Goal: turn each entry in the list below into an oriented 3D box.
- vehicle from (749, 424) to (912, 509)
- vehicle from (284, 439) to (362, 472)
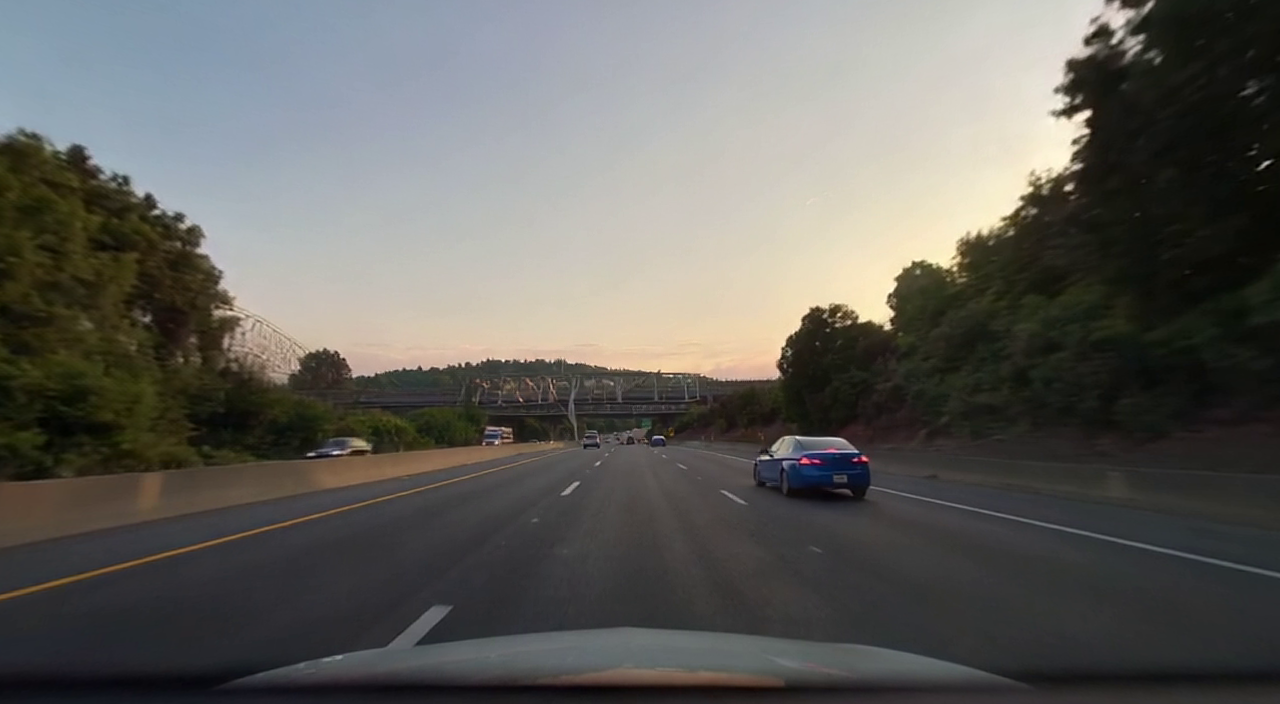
[{"bbox_3d":[3.840,2.375,13.670,2.031,1.531,4.365,0,-8,-2],"label":"vehicle"},{"bbox_3d":[-16.601,5.434,33.285,1.866,1.594,4.434,0,-8,-1],"label":"vehicle"}]
